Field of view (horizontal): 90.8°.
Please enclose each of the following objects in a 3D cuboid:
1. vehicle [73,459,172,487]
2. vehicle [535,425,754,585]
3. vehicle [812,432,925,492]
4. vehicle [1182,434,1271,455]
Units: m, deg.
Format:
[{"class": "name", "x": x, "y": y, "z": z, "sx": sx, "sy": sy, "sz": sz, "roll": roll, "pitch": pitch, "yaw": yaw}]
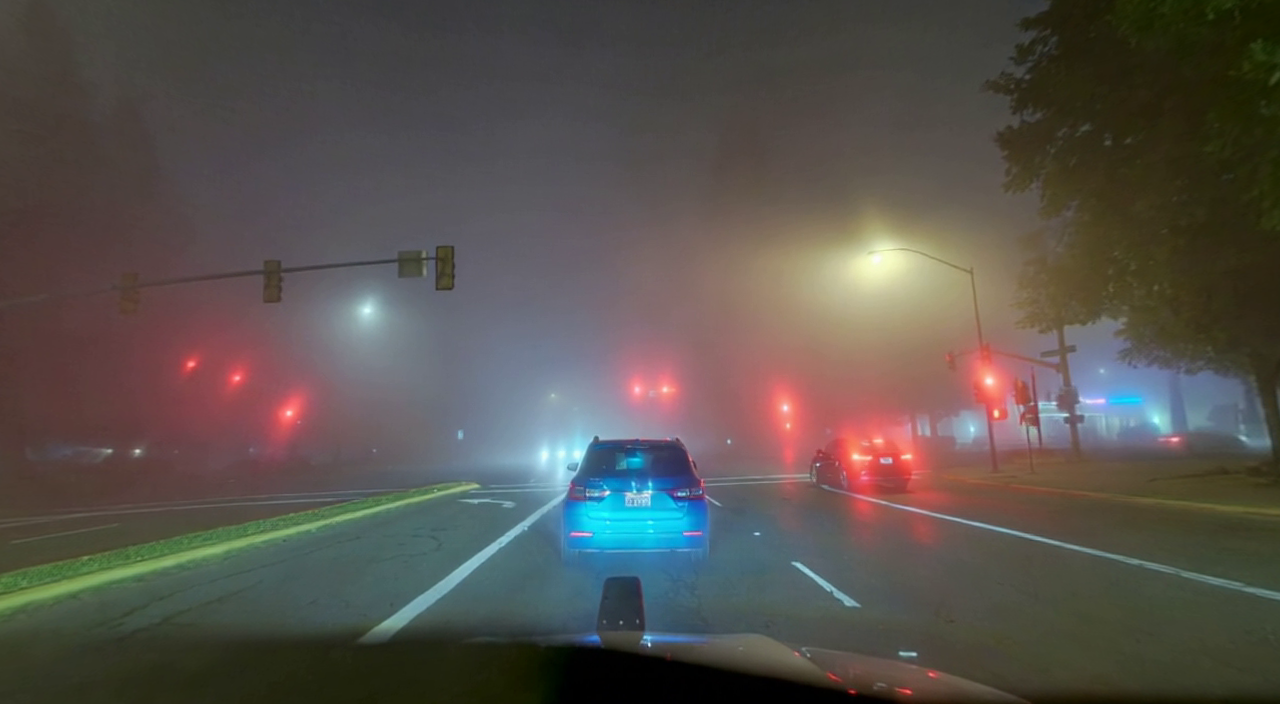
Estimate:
[{"class": "vehicle", "x": -32.385, "y": 7.549, "z": 39.645, "sx": 4.401, "sy": 1.625, "sz": 1.863, "roll": 0, "pitch": -8, "yaw": -4}, {"class": "vehicle", "x": -0.017, "y": 1.762, "z": 8.143, "sx": 2.070, "sy": 1.488, "sz": 4.206, "roll": 0, "pitch": -8, "yaw": -2}, {"class": "vehicle", "x": 7.053, "y": 3.440, "z": 20.076, "sx": 2.039, "sy": 1.692, "sz": 4.319, "roll": 0, "pitch": -8, "yaw": 1}, {"class": "vehicle", "x": 41.958, "y": 6.637, "z": 45.236, "sx": 4.563, "sy": 1.454, "sz": 2.056, "roll": 1, "pitch": -8, "yaw": -6}]
